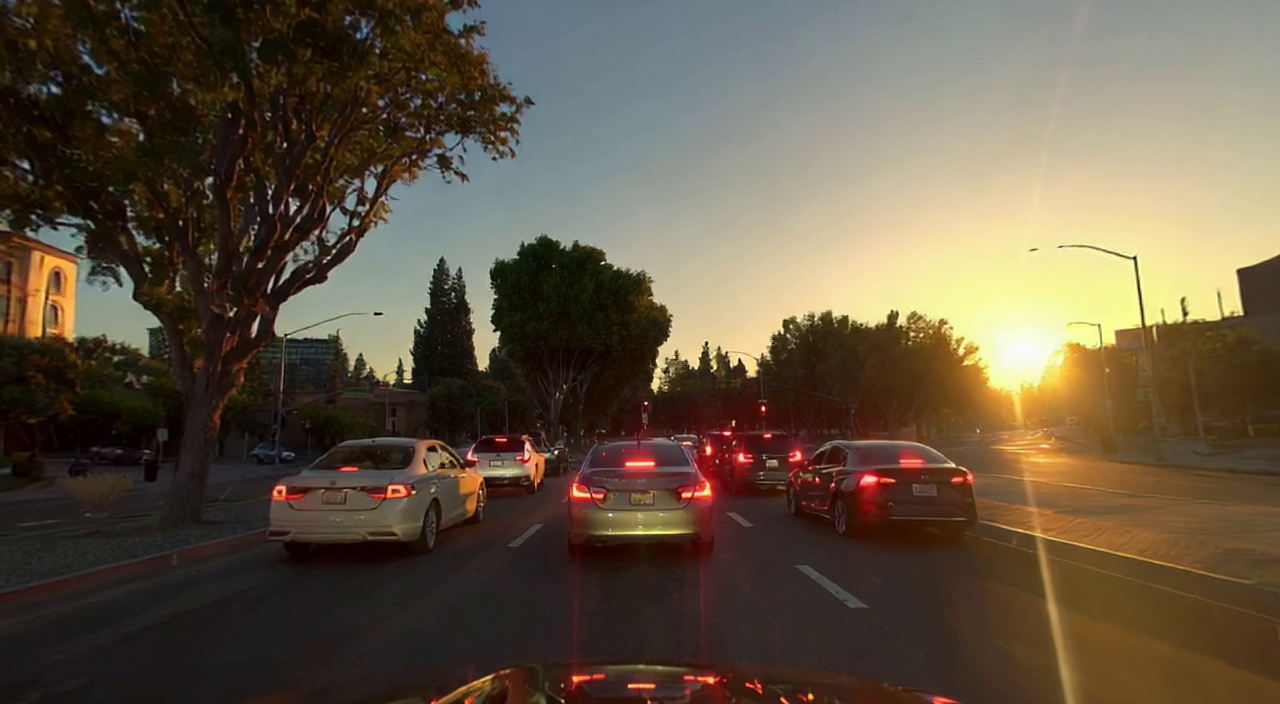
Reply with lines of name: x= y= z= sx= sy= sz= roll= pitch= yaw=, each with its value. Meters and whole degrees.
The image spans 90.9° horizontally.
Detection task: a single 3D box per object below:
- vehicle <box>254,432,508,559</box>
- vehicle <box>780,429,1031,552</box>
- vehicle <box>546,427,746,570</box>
vehicle: x=-3.463 y=1.983 z=9.460 sx=2.002 sy=1.465 sz=4.098 roll=0 pitch=-8 yaw=1
vehicle: x=3.779 y=2.030 z=10.032 sx=1.990 sy=1.486 sz=4.431 roll=0 pitch=-8 yaw=-1
vehicle: x=0.047 y=1.839 z=8.659 sx=2.101 sy=1.480 sz=3.929 roll=0 pitch=-8 yaw=0
